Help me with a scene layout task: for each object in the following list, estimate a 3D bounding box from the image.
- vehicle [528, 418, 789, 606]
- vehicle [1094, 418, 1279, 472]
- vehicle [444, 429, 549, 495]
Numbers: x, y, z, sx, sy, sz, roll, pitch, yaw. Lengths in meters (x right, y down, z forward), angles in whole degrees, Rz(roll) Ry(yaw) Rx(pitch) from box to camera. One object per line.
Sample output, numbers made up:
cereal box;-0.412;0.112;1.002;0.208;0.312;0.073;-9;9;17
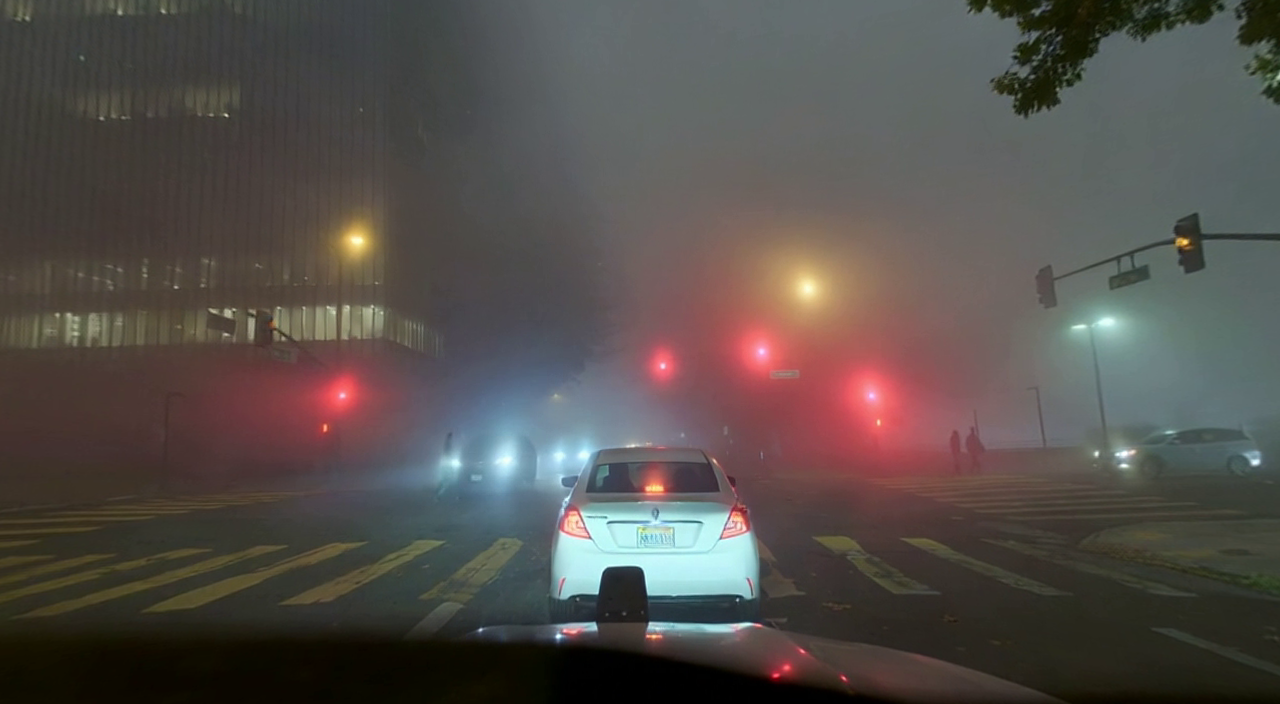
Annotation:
vehicle;-0.144;1.646;7.486;1.893;1.532;4.145;2;-9;-16
vehicle;19.128;3.265;22.221;4.675;1.772;1.945;0;-8;-1
vehicle;-4.202;3.307;19.351;2.006;1.756;4.599;0;-8;2
